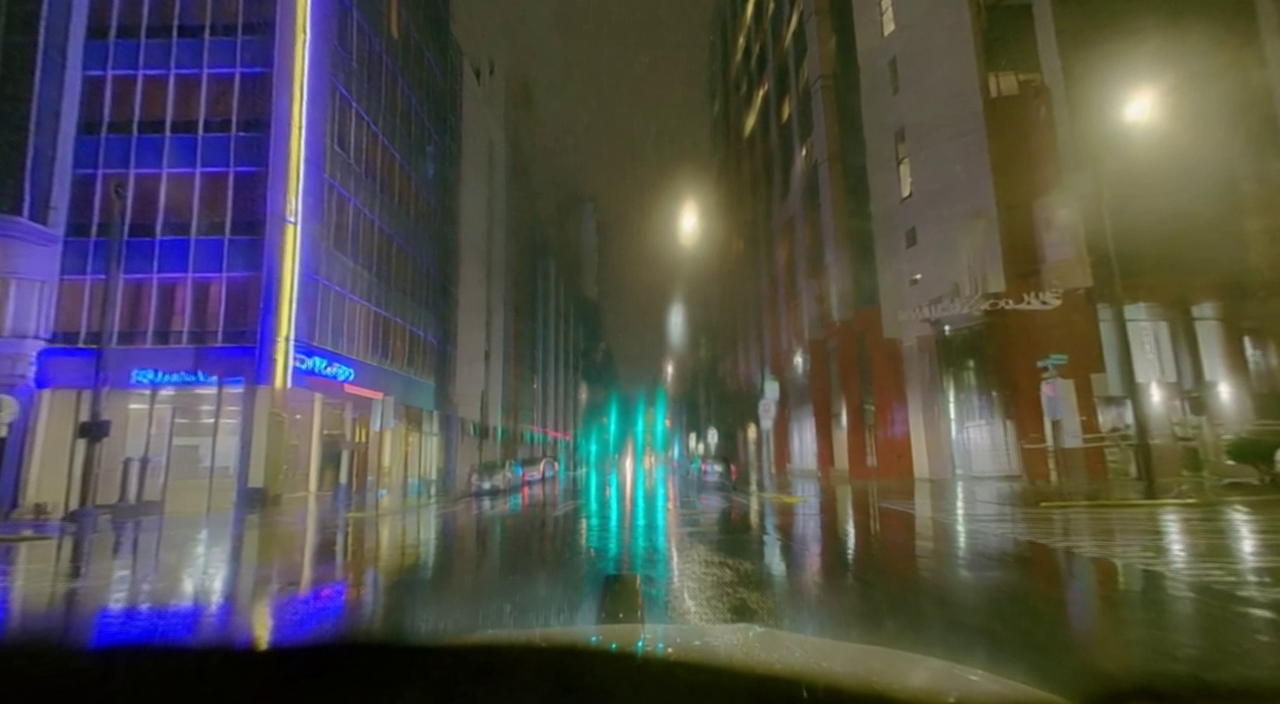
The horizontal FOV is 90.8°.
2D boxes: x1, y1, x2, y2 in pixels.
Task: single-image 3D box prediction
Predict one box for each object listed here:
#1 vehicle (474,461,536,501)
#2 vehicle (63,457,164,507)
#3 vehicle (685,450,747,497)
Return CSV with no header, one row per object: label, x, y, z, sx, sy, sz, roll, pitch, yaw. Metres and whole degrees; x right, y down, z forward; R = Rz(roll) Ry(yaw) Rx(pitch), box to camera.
vehicle,-5.609,5.405,26.790,1.864,1.447,3.887,0,-9,-2
vehicle,-27.364,6.704,33.025,1.665,1.432,4.120,10,0,-1
vehicle,2.961,4.844,25.584,1.917,1.680,4.500,0,-9,0
